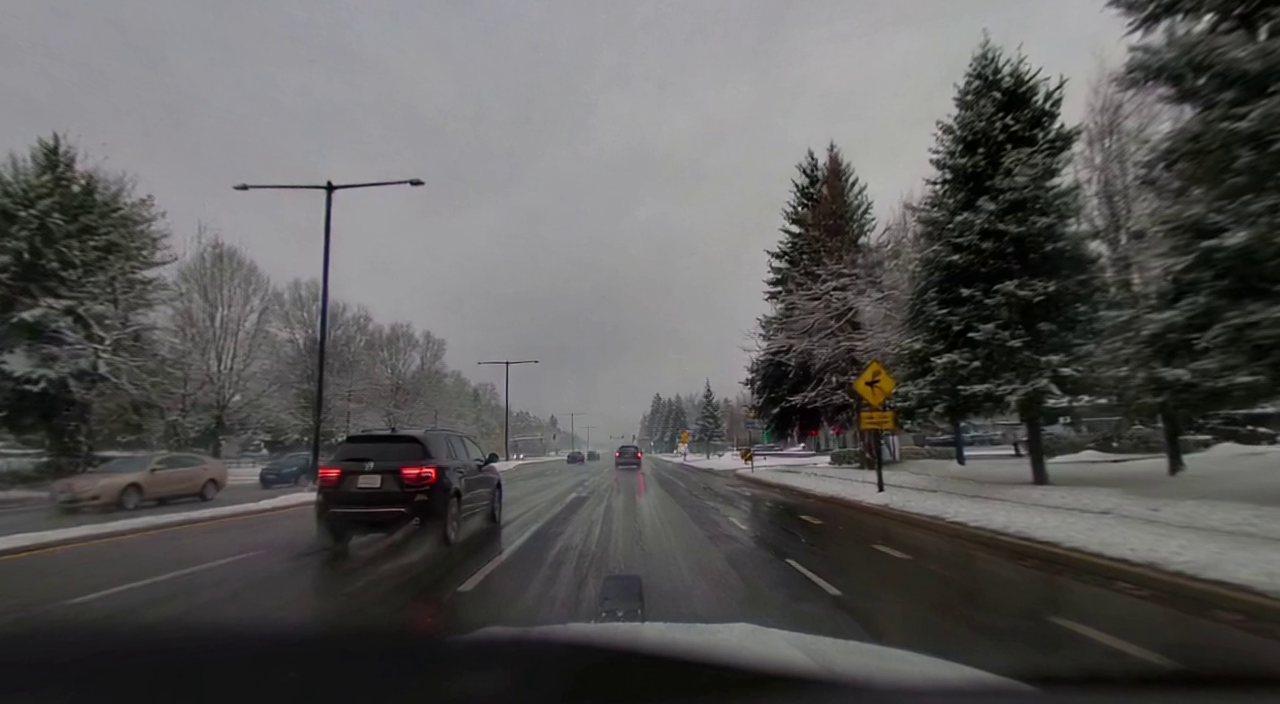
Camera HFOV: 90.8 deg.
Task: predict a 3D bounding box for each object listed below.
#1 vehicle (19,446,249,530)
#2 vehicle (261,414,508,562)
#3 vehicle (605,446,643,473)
[{"bbox_3d":[-11.652,3.104,15.074,1.929,1.525,4.409,-4,-8,-1],"label":"vehicle"},{"bbox_3d":[-3.567,1.979,9.947,1.985,1.772,4.479,0,-8,0],"label":"vehicle"},{"bbox_3d":[-1.000,6.948,41.192,2.190,1.662,4.167,-1,-8,3],"label":"vehicle"}]
